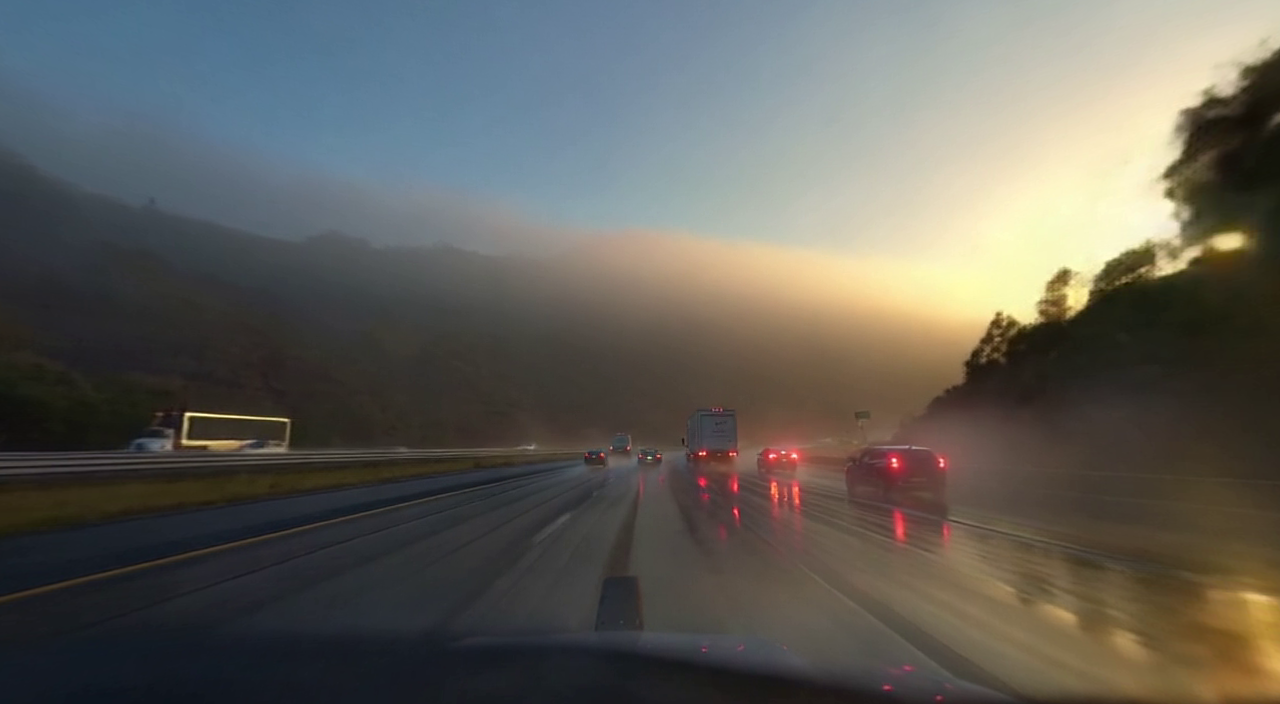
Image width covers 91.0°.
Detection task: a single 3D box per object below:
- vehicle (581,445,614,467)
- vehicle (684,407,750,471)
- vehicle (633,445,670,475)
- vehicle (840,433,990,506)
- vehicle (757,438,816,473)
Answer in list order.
[{"bbox_3d":[-3.108,7.719,46.809,2.132,1.506,4.256,0,-9,0],"label":"vehicle"},{"bbox_3d":[4.769,5.768,41.400,3.130,3.607,11.129,0,-9,1],"label":"vehicle"},{"bbox_3d":[0.611,5.774,33.921,1.866,1.492,3.932,0,-9,1],"label":"vehicle"},{"bbox_3d":[7.133,3.089,16.975,2.044,1.676,4.421,0,-9,0],"label":"vehicle"},{"bbox_3d":[7.998,5.688,34.849,2.143,1.775,4.729,0,-9,0],"label":"vehicle"}]
